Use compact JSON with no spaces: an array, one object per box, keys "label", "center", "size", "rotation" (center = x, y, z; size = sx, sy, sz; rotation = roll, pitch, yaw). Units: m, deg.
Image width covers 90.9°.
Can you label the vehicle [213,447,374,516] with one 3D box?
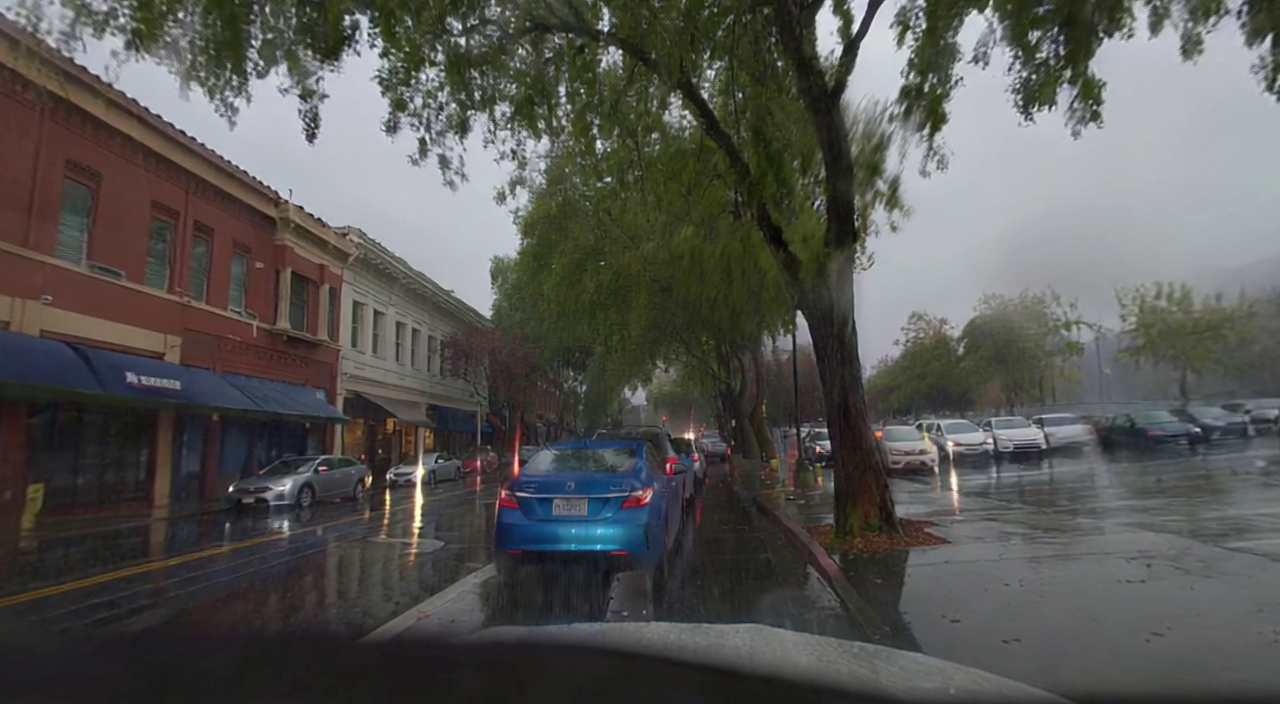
[{"label":"vehicle","center":[-11.007,4.070,20.592],"size":[2.081,1.718,5.342],"rotation":[-6,-9,3]}]

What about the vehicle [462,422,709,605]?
[{"label":"vehicle","center":[-0.274,1.634,7.304],"size":[1.939,1.478,3.922],"rotation":[-2,-8,9]}]

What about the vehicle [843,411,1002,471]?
[{"label":"vehicle","center":[9.062,2.831,20.249],"size":[4.558,1.528,1.915],"rotation":[-1,-8,-23]}]

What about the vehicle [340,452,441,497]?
[{"label":"vehicle","center":[-10.258,5.034,26.284],"size":[1.826,1.432,4.556],"rotation":[-7,-9,8]}]
